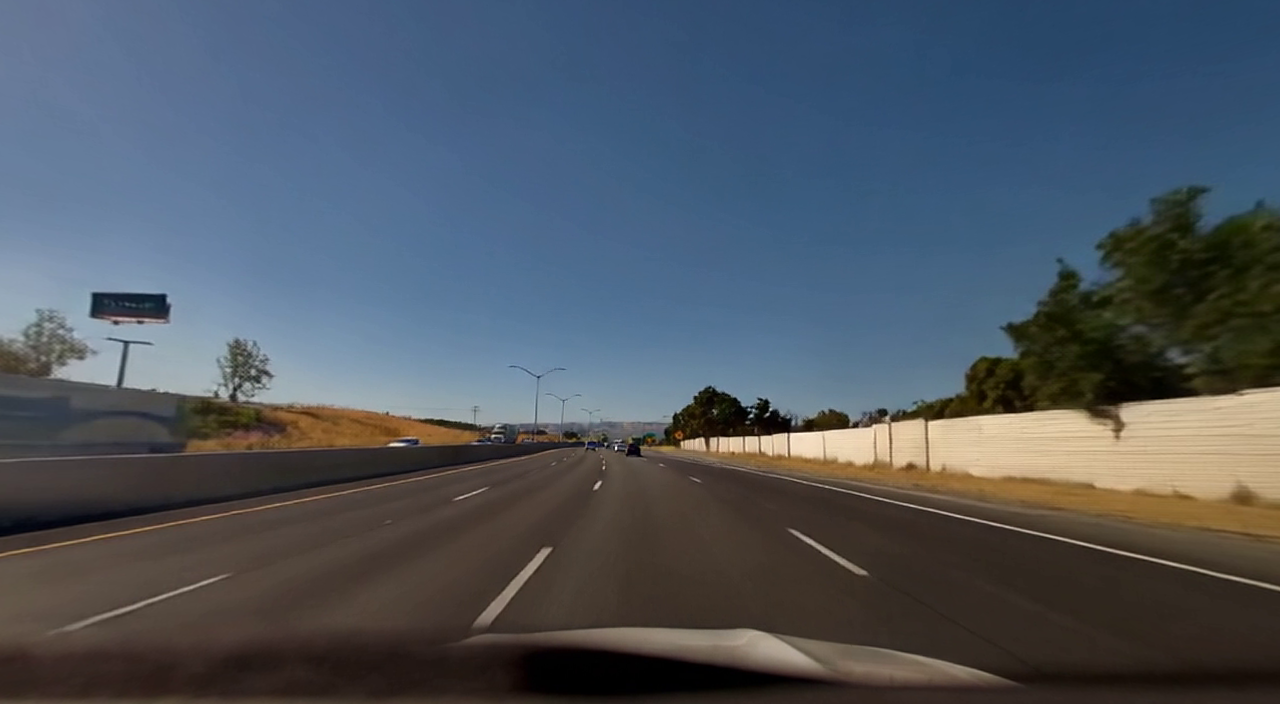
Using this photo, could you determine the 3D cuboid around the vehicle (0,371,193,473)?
[{"bbox_3d":[-27.840,3.348,29.055,2.903,4.123,16.626,0,-8,-2],"label":"vehicle"}]
